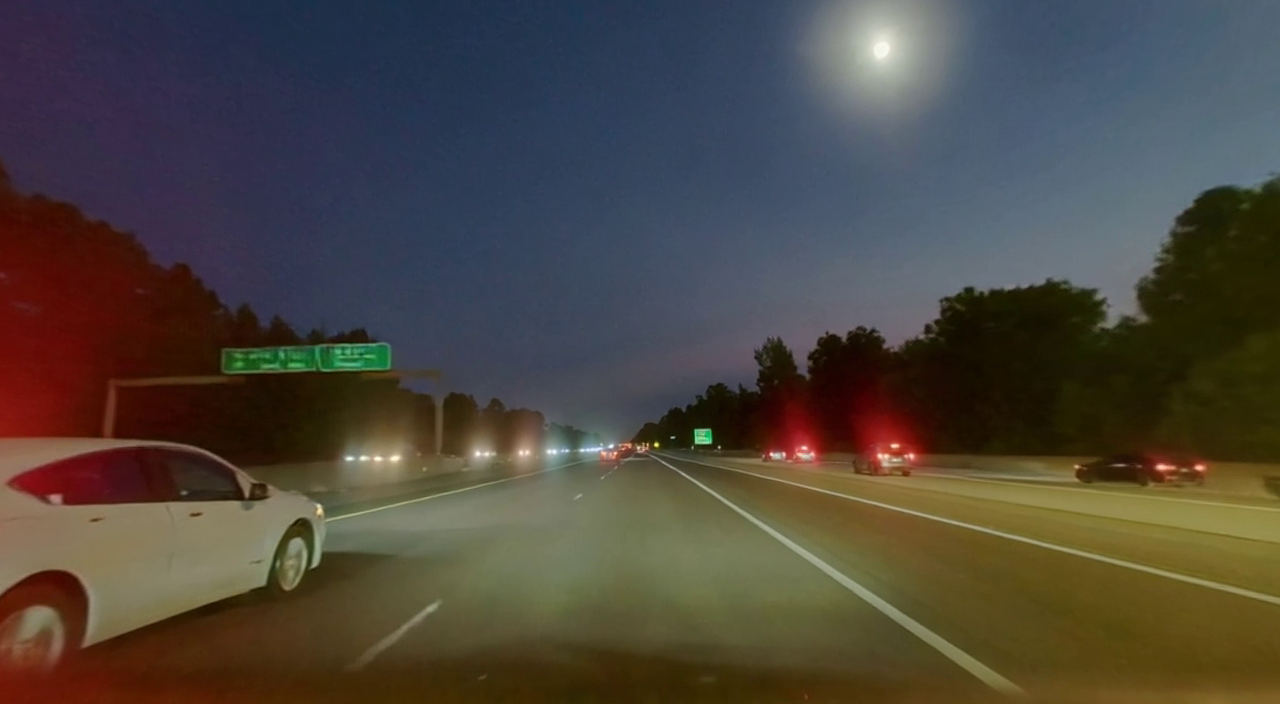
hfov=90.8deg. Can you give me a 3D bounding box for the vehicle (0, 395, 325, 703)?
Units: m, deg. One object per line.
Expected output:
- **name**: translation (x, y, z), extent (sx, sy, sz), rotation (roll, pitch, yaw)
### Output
- **vehicle**: translation (-3.972, 1.130, 3.754), extent (1.988, 1.585, 4.215), rotation (0, -9, 0)

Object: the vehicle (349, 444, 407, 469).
- **vehicle**: translation (-16.094, 6.436, 38.919), extent (1.922, 1.443, 3.908), rotation (0, -9, 0)

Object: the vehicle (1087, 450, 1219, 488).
- **vehicle**: translation (26.165, 5.948, 32.366), extent (1.973, 1.766, 4.726), rotation (6, -11, -34)
